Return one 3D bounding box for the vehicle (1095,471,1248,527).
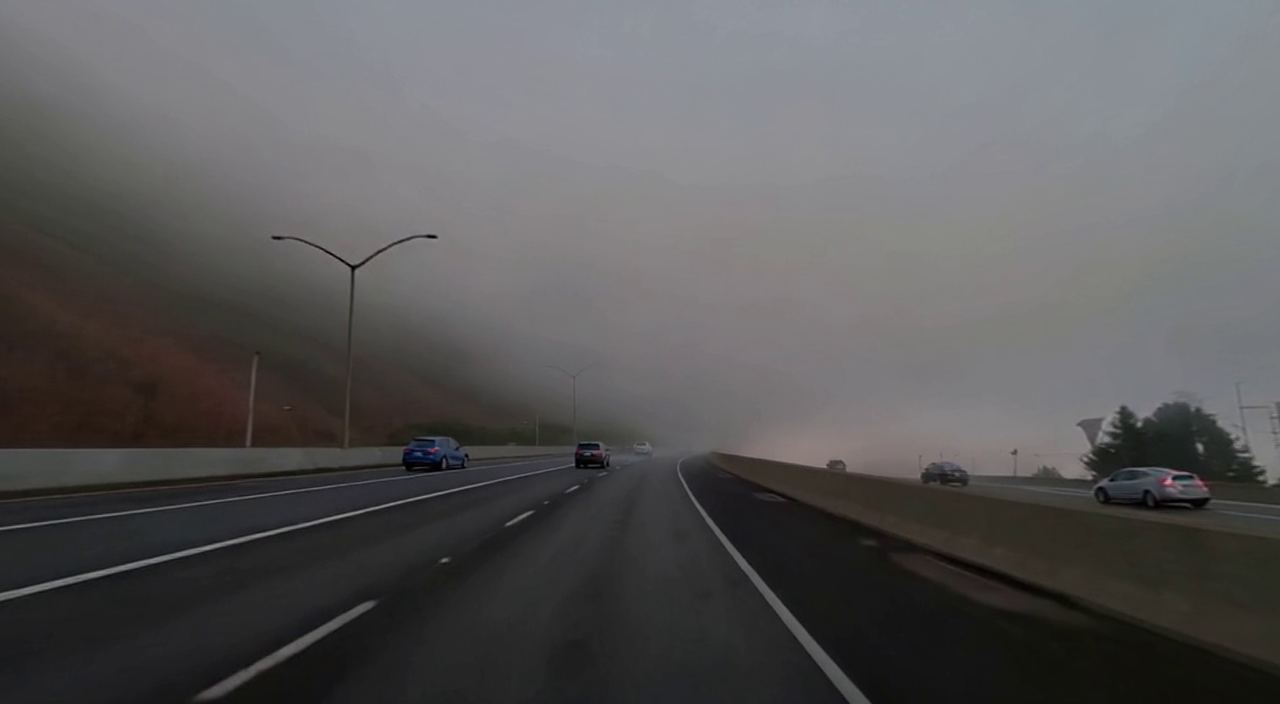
[{"bbox_3d":[18.604,5.121,22.408,1.786,1.559,4.496,-1,-8,5],"label":"vehicle"}]

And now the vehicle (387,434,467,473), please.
[{"bbox_3d":[-10.212,4.920,30.675,2.039,1.746,4.528,-1,-8,4],"label":"vehicle"}]

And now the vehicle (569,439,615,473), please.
[{"bbox_3d":[-2.629,5.846,35.724,2.028,1.782,4.150,-1,-8,3],"label":"vehicle"}]
